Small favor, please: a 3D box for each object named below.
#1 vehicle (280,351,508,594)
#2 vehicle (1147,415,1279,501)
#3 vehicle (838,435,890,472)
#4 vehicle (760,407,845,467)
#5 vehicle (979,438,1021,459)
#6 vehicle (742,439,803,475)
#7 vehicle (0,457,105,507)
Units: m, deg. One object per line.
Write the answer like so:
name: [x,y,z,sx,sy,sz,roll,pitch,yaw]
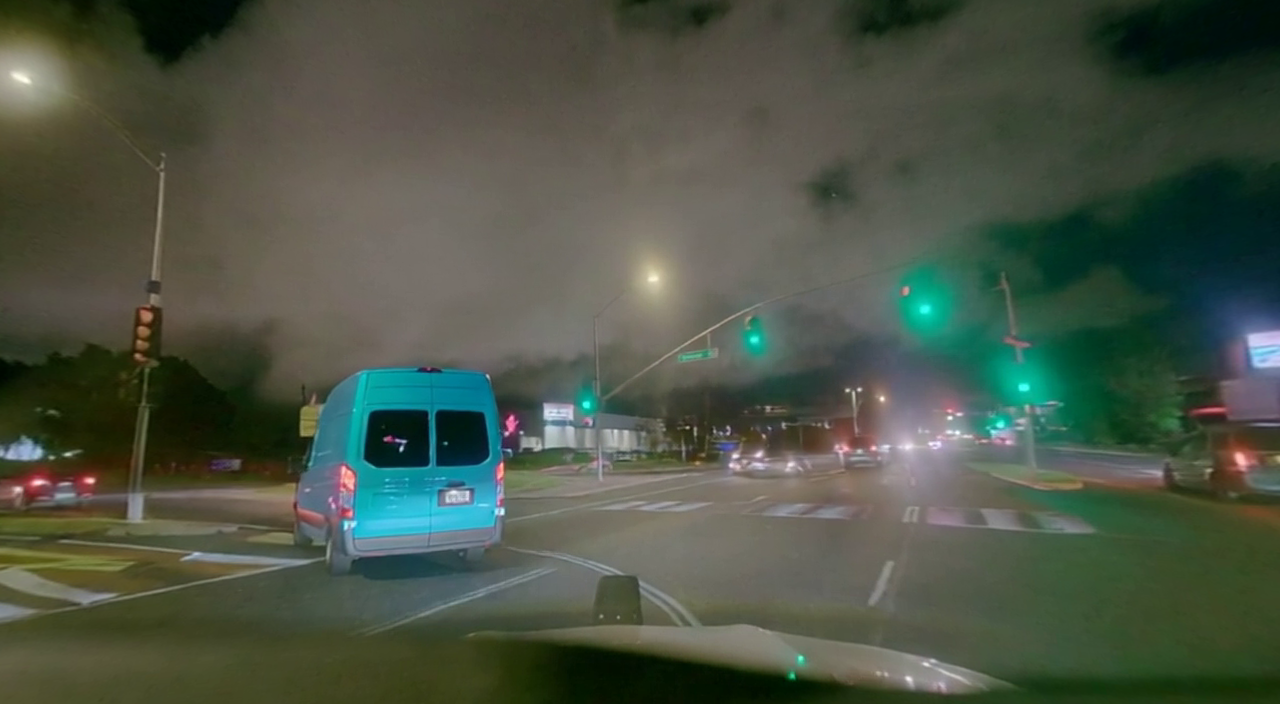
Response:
vehicle: [-4.130,1.769,9.919,2.432,2.624,5.670,4,-10,-28]
vehicle: [13.957,2.401,14.445,2.158,1.696,4.417,-4,-10,21]
vehicle: [10.661,4.801,29.663,1.948,1.613,3.879,-5,-10,23]
vehicle: [11.184,5.818,41.722,3.158,3.294,13.584,-5,-10,23]
vehicle: [27.940,7.494,48.752,2.144,1.473,4.250,-4,-9,21]
vehicle: [6.527,5.089,30.585,2.017,1.599,4.436,-5,-10,22]
vehicle: [-21.198,4.464,21.812,4.457,1.533,1.933,-4,-10,22]
